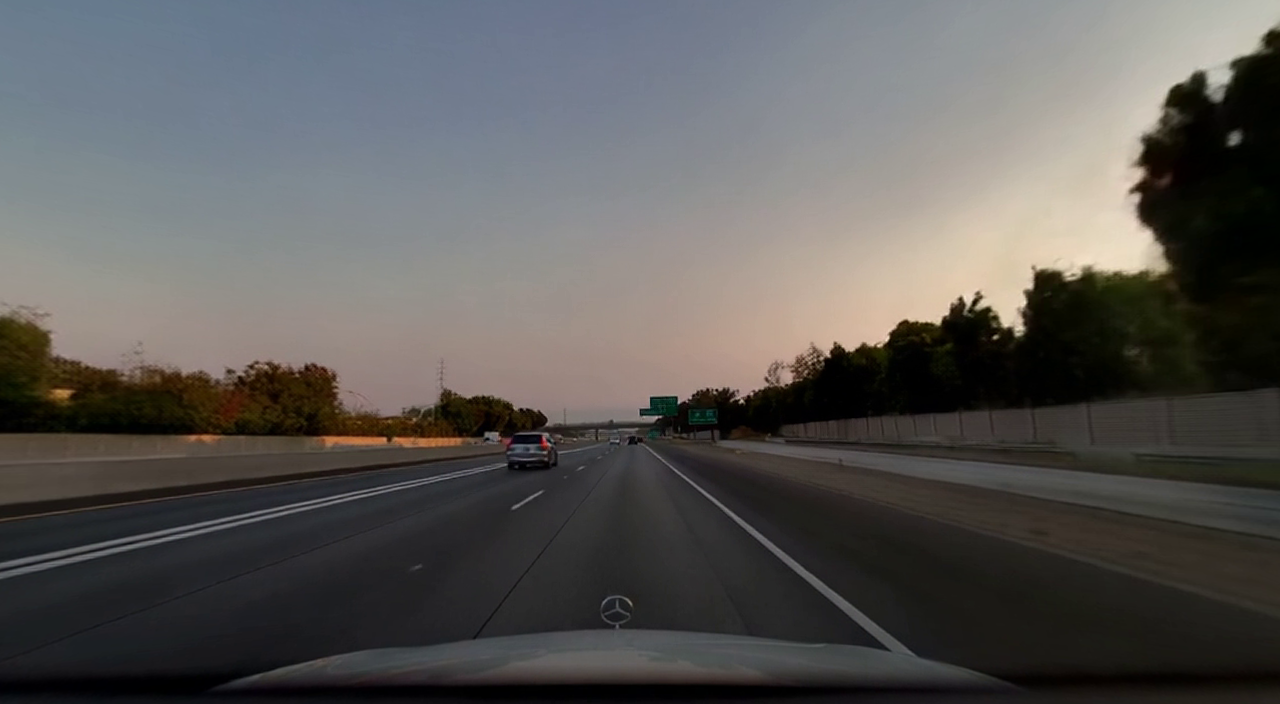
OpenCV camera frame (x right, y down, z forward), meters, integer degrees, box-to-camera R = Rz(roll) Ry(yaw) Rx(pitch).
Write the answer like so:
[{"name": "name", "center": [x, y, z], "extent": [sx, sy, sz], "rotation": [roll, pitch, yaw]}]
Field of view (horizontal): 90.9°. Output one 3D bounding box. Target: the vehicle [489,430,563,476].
[{"name": "vehicle", "center": [-4.420, 3.954, 25.134], "extent": [2.129, 1.641, 4.263], "rotation": [0, -7, 0]}]
